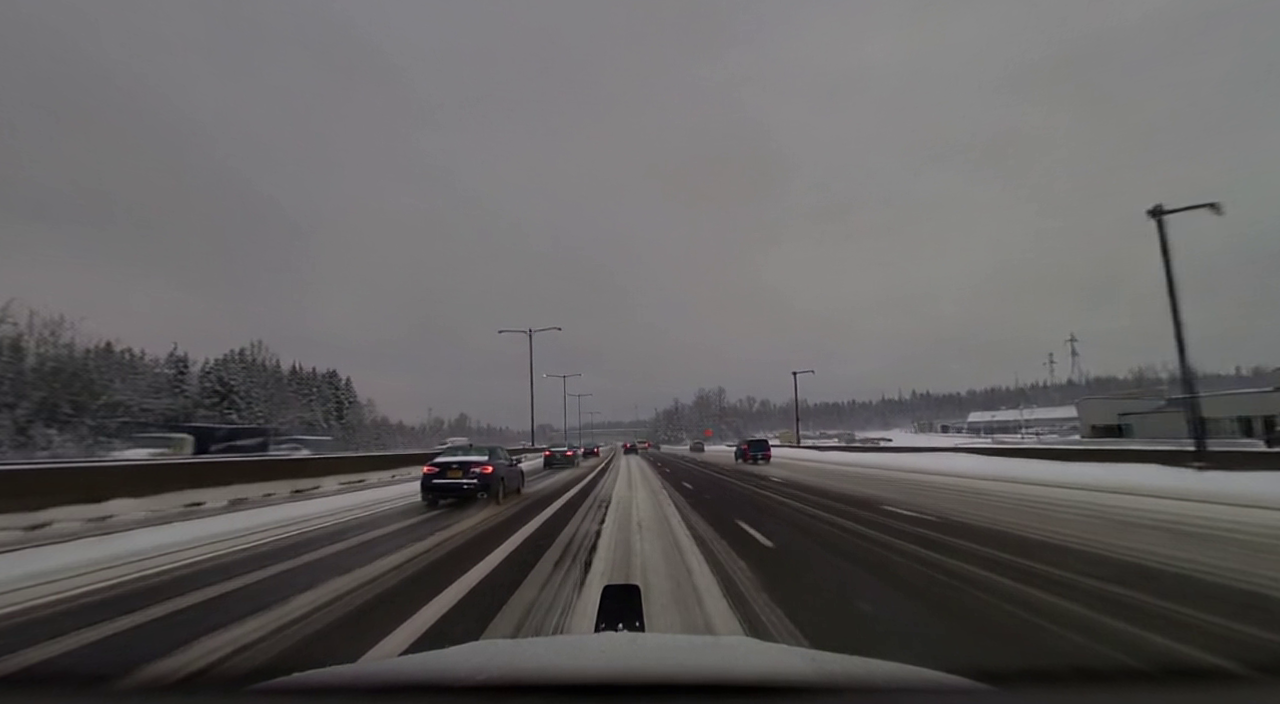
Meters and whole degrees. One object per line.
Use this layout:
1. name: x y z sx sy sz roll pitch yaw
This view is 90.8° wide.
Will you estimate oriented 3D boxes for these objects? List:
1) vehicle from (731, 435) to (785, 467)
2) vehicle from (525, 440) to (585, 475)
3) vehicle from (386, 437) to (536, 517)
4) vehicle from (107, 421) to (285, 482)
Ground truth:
1. vehicle: 6.886 5.830 37.383 2.147 1.769 4.666 0 -9 -2
2. vehicle: -3.826 4.832 29.155 2.047 1.469 4.614 0 -9 1
3. vehicle: -3.592 2.588 13.611 1.959 1.433 4.291 0 -9 0
4. vehicle: -28.449 6.517 41.710 2.907 3.420 12.211 0 -9 0
